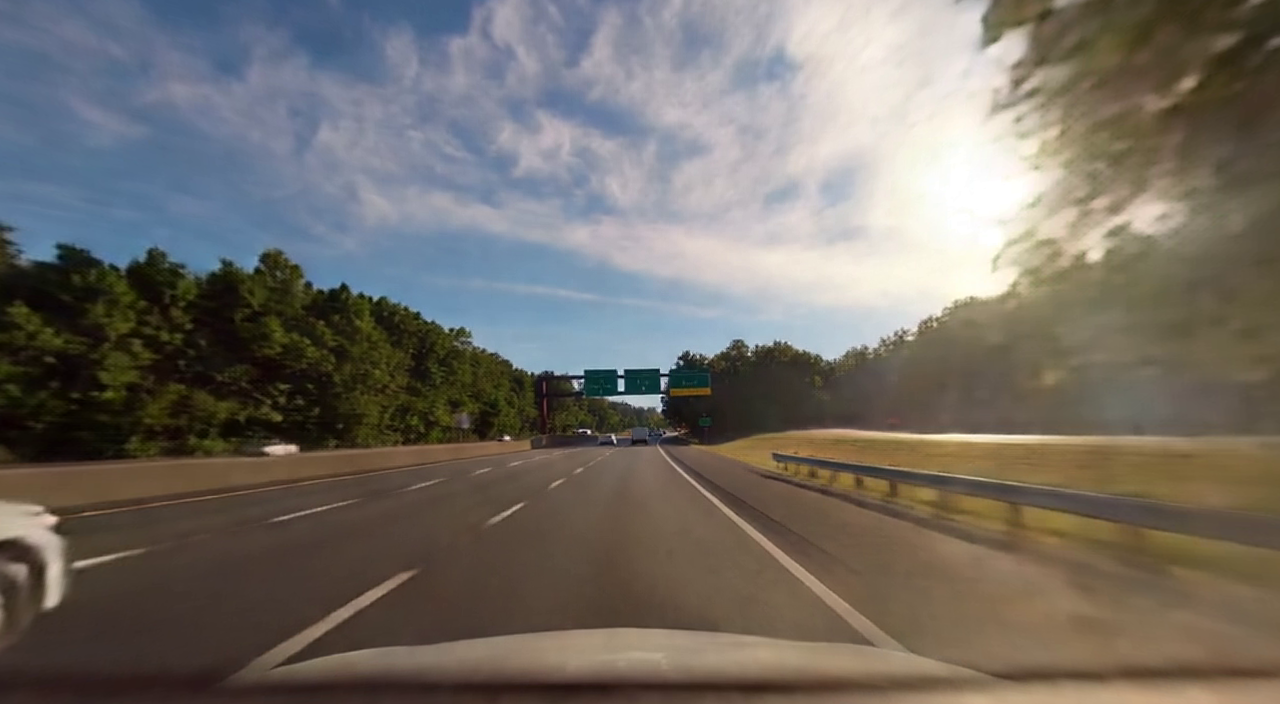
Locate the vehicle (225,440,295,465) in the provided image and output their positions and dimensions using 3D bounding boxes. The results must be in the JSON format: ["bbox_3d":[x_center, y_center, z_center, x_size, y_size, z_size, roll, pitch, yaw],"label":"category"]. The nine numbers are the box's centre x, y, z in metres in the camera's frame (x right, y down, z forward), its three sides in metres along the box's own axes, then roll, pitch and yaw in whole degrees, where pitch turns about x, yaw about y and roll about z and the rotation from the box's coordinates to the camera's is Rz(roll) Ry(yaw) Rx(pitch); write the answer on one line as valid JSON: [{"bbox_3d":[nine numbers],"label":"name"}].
[{"bbox_3d":[-23.265,6.120,38.719,1.772,1.430,4.002,0,-7,0],"label":"vehicle"}]
